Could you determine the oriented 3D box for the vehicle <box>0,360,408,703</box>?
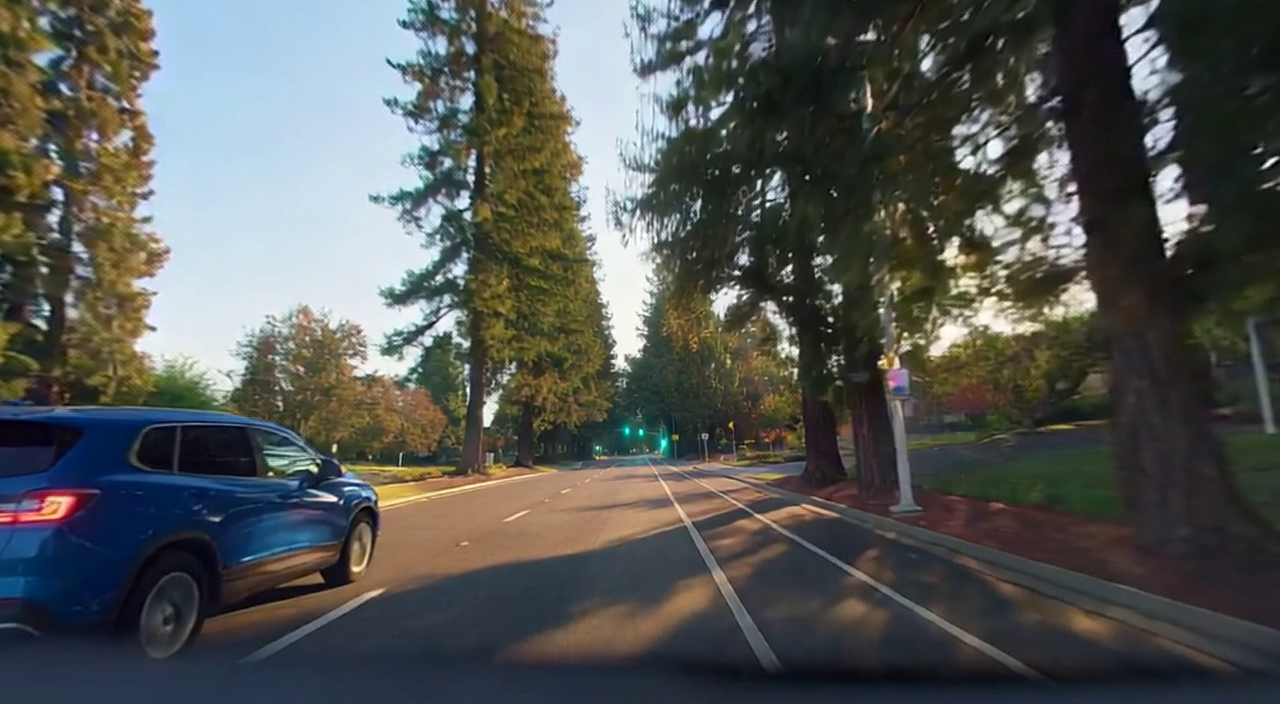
[{"bbox_3d":[-3.666,1.214,4.757,2.121,1.724,4.392,0,-9,0],"label":"vehicle"}]
